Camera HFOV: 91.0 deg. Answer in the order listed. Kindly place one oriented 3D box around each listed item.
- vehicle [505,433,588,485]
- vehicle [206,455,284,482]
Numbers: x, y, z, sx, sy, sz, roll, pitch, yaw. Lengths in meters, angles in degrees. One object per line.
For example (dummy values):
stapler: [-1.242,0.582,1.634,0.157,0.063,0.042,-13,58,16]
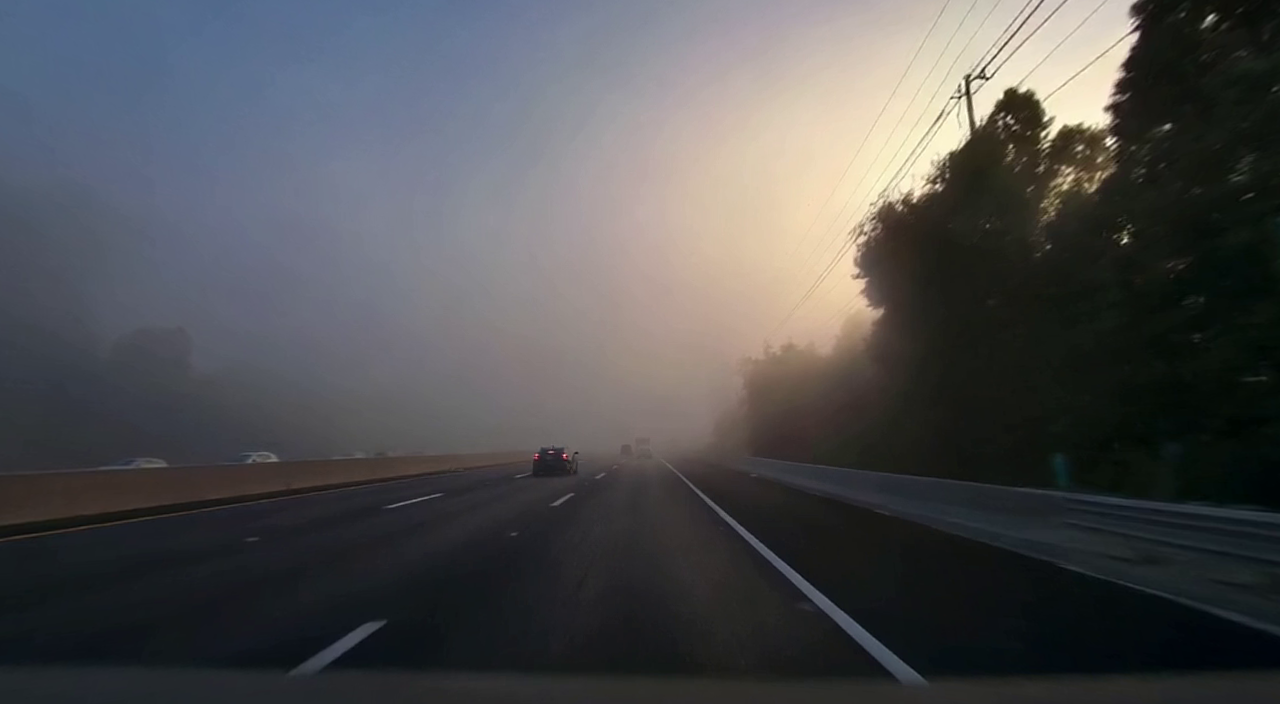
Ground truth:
vehicle: [-3.727,4.423,26.336,2.577,1.939,5.408,0,-9,1]
vehicle: [-24.260,7.131,38.885,1.840,1.510,4.549,0,-9,1]
